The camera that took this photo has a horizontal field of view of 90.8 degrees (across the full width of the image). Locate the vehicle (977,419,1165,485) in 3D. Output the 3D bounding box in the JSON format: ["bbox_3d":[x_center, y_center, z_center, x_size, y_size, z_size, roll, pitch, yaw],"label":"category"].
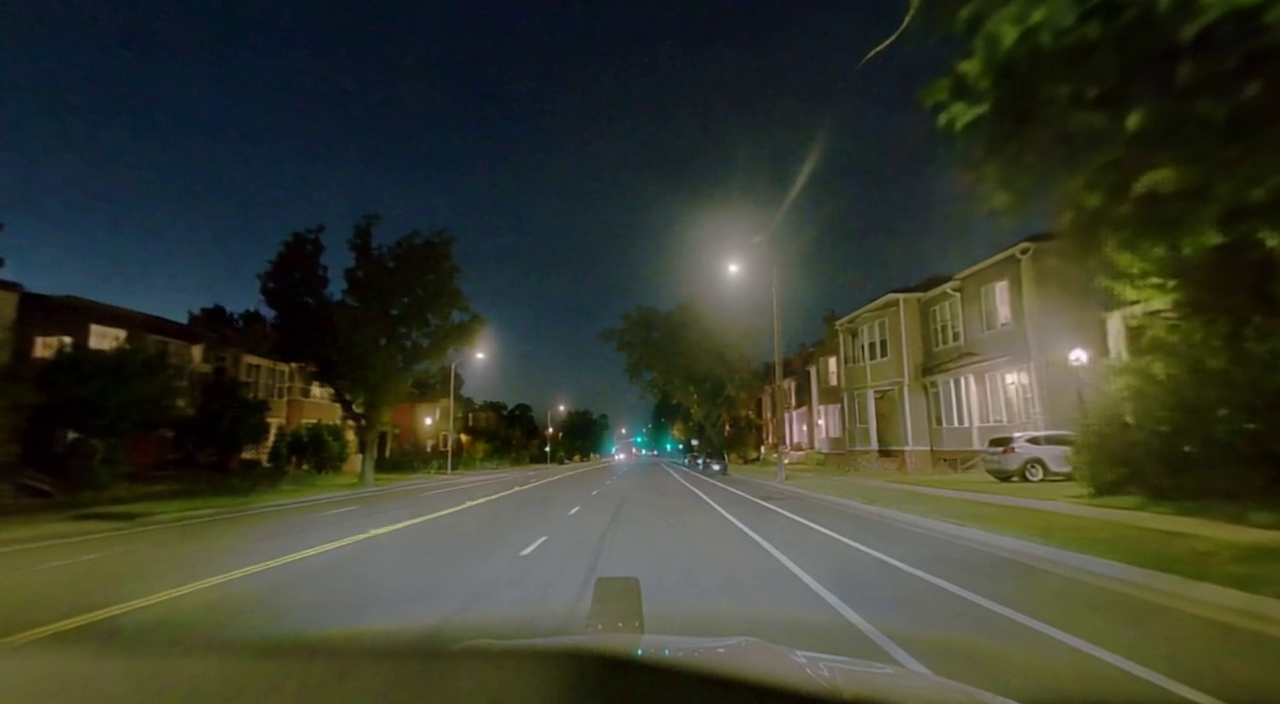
[{"bbox_3d":[14.010,3.237,20.754,4.682,1.956,2.001,-1,-6,-2],"label":"vehicle"}]

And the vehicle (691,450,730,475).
[{"bbox_3d":[4.748,7.531,43.135,1.971,1.558,4.895,0,-10,-1],"label":"vehicle"}]
